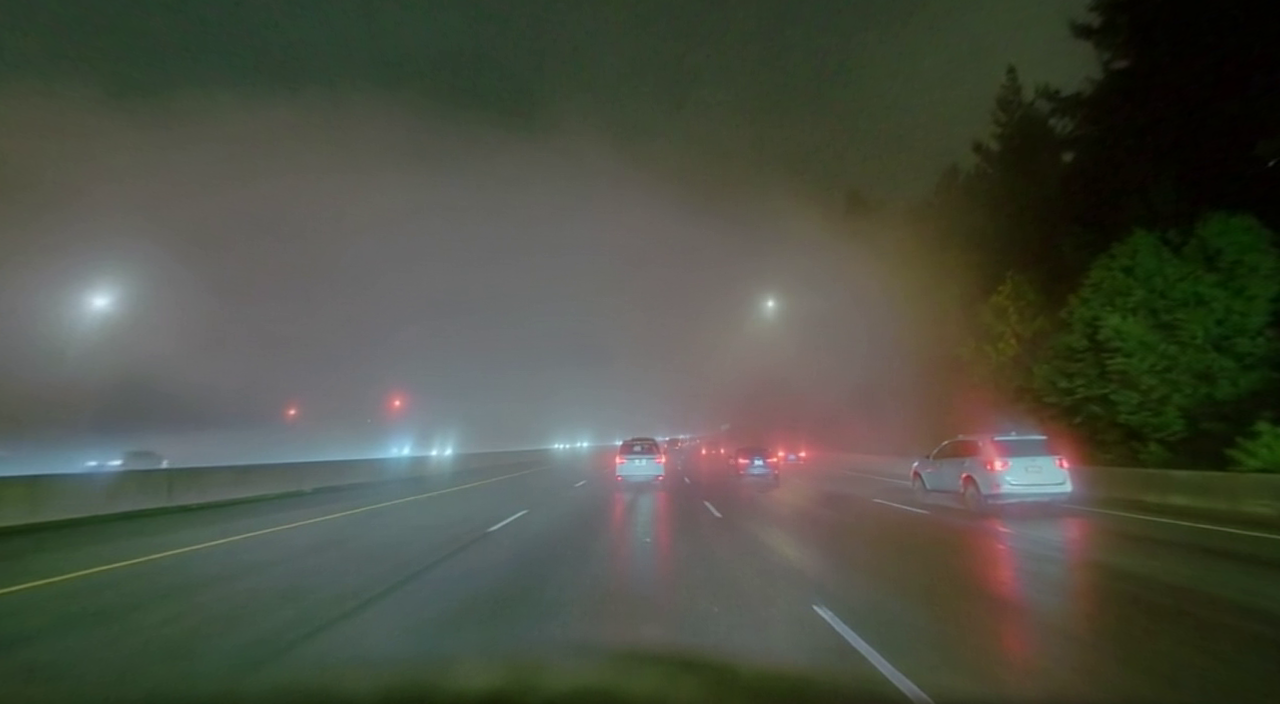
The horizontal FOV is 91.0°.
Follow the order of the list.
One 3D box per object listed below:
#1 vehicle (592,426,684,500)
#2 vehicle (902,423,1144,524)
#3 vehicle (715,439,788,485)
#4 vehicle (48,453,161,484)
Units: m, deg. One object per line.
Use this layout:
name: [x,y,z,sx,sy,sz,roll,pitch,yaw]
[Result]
vehicle: [0.006,2.944,17.005,2.181,1.728,3.970,0,-9,2]
vehicle: [7.425,2.400,12.999,2.028,1.657,4.823,0,-9,1]
vehicle: [4.074,4.085,23.673,1.999,1.514,4.338,0,-9,1]
vehicle: [-28.148,6.106,33.326,1.861,1.494,4.449,0,-9,4]
